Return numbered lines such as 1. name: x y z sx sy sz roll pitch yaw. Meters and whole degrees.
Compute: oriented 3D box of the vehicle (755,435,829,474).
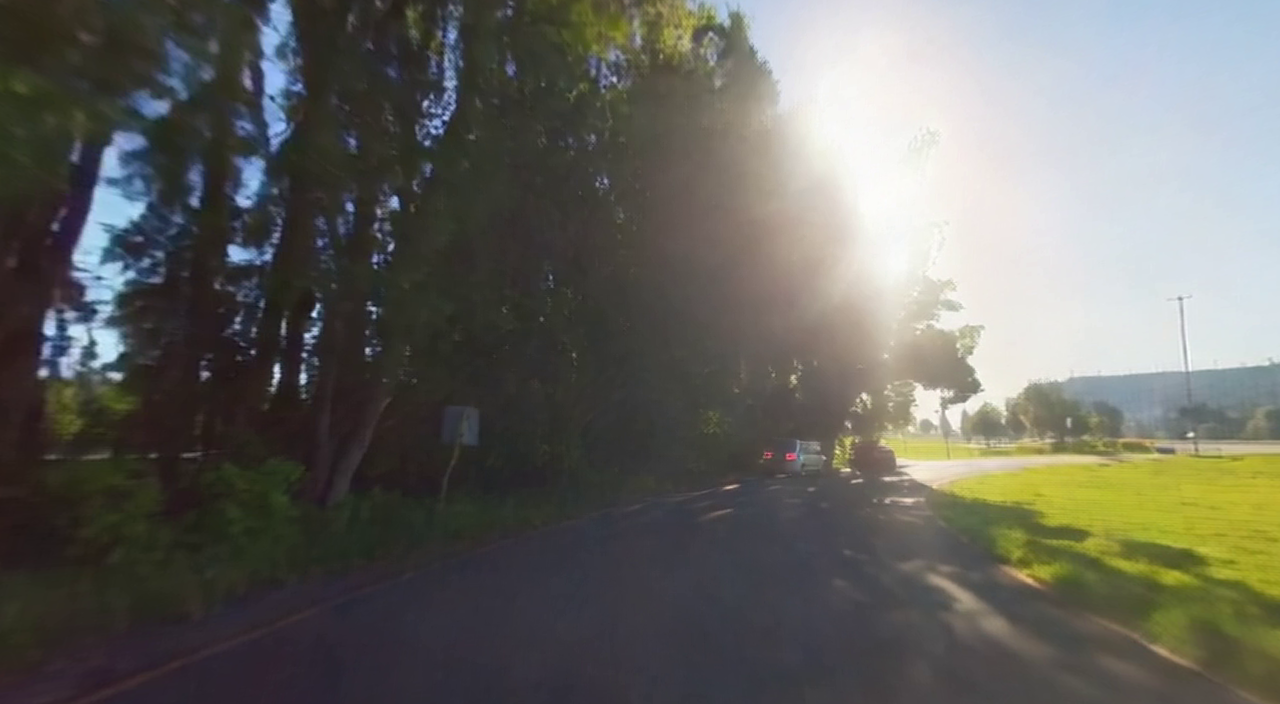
1. vehicle: 7.728 5.152 31.705 1.988 1.789 4.257 -5 -10 38
